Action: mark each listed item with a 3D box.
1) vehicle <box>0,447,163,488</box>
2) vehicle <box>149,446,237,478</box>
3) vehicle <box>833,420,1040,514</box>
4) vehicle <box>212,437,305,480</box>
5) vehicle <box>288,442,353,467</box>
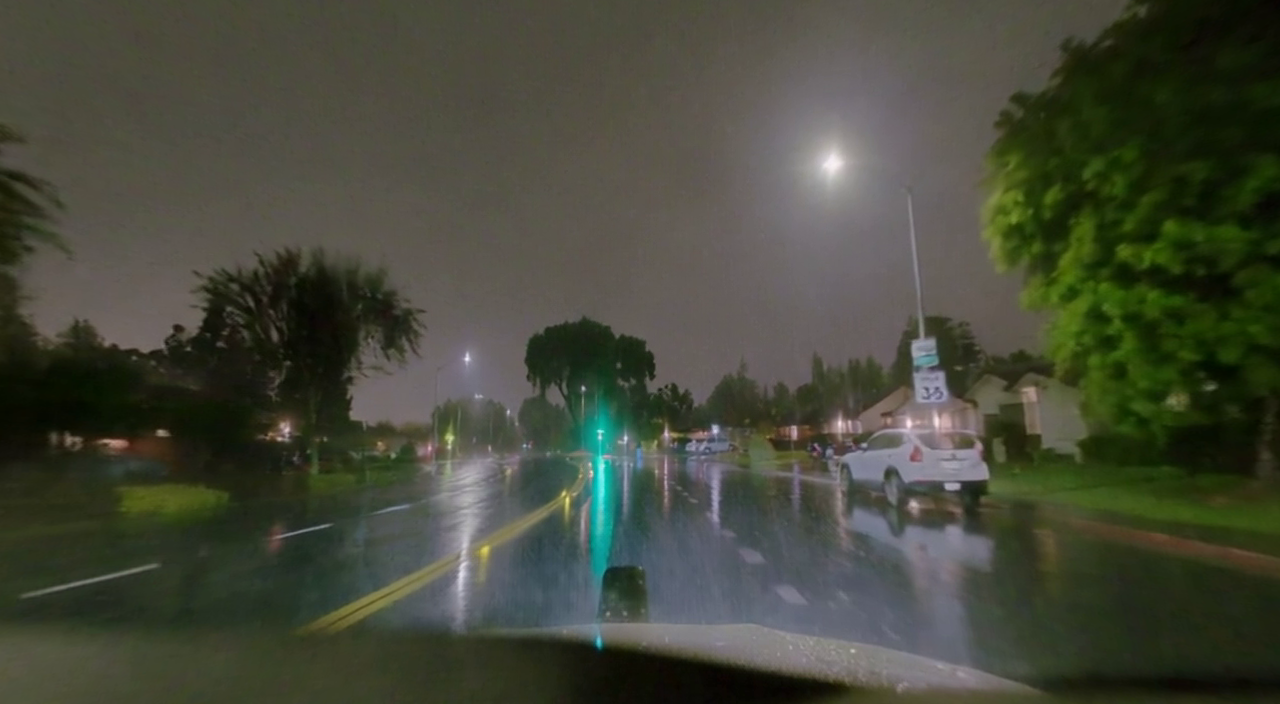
[{"bbox_3d":[-21.271,4.365,24.011,4.654,1.442,2.155,-1,-9,7],"label":"vehicle"},{"bbox_3d":[-21.529,5.286,30.530,1.764,1.443,3.941,2,-9,-8],"label":"vehicle"},{"bbox_3d":[6.749,2.670,15.143,2.315,1.869,4.678,1,-9,-6],"label":"vehicle"},{"bbox_3d":[-18.644,5.191,31.097,2.077,1.948,4.705,1,-9,-7],"label":"vehicle"},{"bbox_3d":[-24.829,7.941,49.138,4.128,1.861,1.959,2,-9,-15],"label":"vehicle"}]
